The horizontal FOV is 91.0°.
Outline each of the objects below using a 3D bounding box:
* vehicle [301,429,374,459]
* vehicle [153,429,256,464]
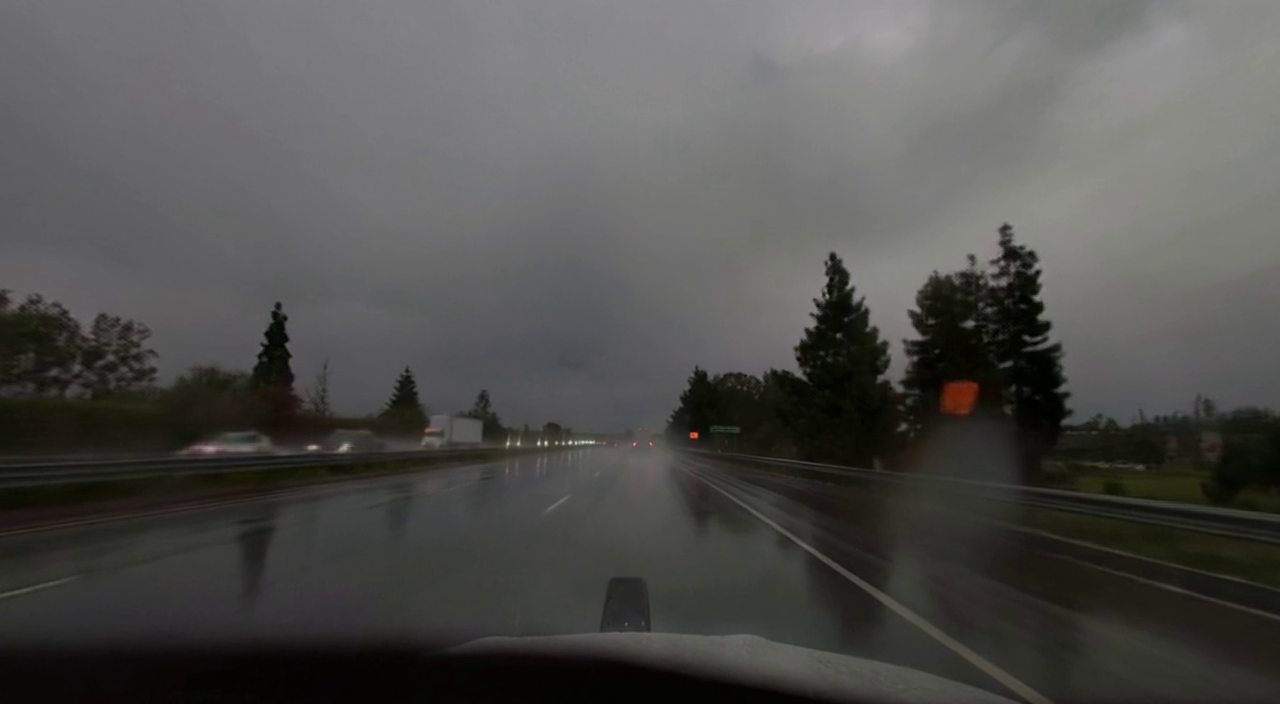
[{"bbox_3d":[-16.430,5.010,34.417,1.882,1.524,4.193,0,-8,1],"label":"vehicle"},{"bbox_3d":[-20.128,4.380,29.285,1.830,1.506,4.089,0,-8,0],"label":"vehicle"}]
